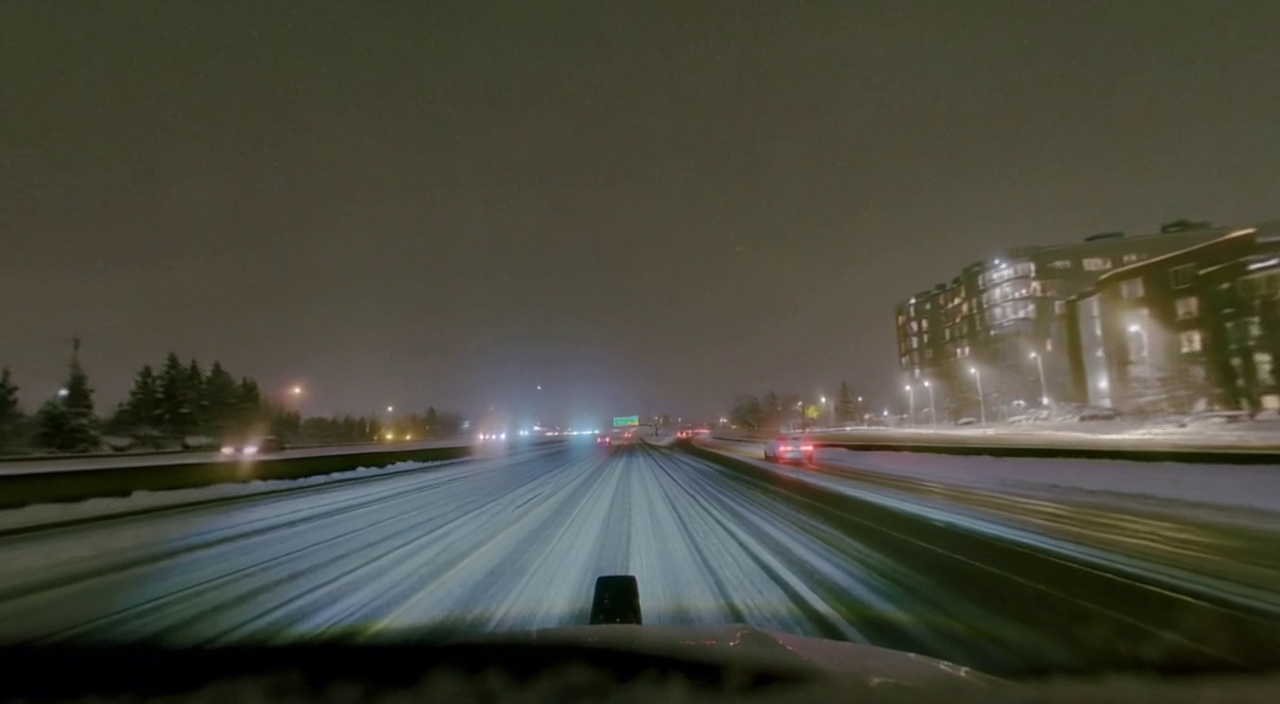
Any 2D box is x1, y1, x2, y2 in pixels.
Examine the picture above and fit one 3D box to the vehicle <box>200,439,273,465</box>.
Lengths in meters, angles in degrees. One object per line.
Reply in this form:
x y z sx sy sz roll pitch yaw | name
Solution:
-24.909 6.180 38.989 1.840 1.491 4.012 0 -8 0 | vehicle
